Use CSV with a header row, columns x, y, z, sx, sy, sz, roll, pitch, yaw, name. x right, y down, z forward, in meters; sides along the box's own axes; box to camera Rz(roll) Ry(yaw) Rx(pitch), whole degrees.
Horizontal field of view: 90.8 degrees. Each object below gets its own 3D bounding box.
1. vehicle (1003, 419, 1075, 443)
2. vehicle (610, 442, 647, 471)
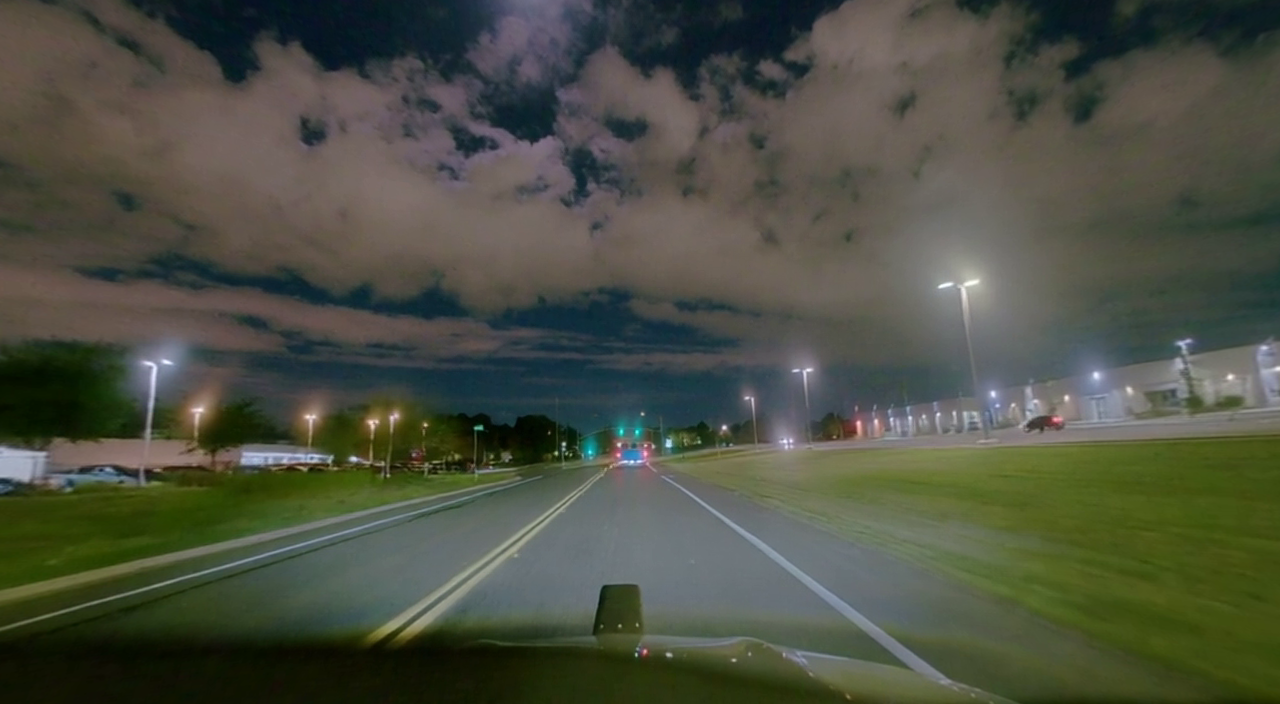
x,y,z,sx,sy,sz,roll,pitch,yaw,name
26.172,5.242,41.566,1.816,1.517,3.920,1,-9,-8,vehicle
-0.881,7.804,47.469,2.556,2.063,5.578,0,-9,-1,vehicle
